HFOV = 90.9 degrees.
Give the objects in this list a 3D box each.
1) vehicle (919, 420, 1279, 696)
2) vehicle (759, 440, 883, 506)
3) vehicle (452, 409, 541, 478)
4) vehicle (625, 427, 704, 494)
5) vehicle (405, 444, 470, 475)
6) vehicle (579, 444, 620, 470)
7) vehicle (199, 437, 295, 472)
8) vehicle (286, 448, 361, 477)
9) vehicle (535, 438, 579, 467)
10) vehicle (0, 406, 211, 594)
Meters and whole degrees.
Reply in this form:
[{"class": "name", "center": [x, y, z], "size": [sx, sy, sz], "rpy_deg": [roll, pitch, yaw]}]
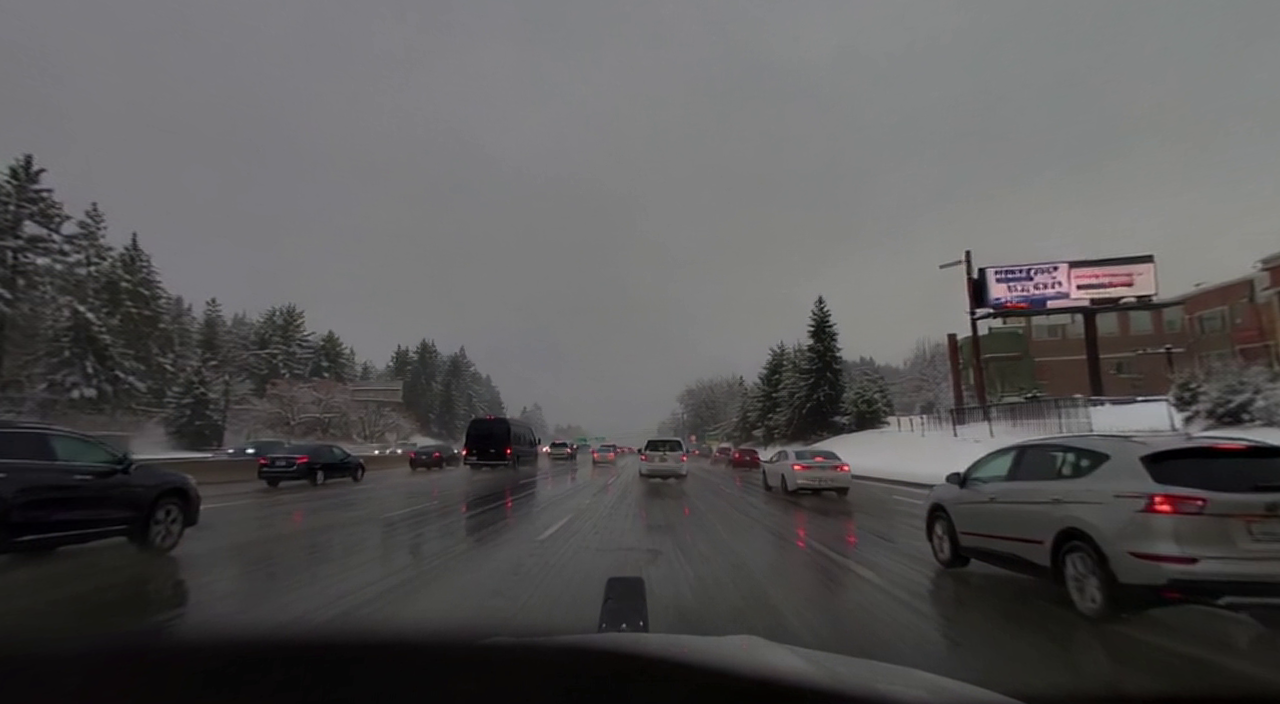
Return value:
[{"class": "vehicle", "center": [4.457, 1.450, 5.602], "size": [1.915, 1.482, 4.537], "rpy_deg": [0, -9, 1]}, {"class": "vehicle", "center": [4.552, 3.113, 16.663], "size": [1.942, 1.487, 4.518], "rpy_deg": [0, -9, 0]}, {"class": "vehicle", "center": [-6.440, 4.300, 29.476], "size": [2.358, 2.817, 7.055], "rpy_deg": [0, -9, 1]}, {"class": "vehicle", "center": [0.736, 3.419, 20.171], "size": [2.209, 1.863, 4.626], "rpy_deg": [0, -9, 1]}, {"class": "vehicle", "center": [-10.266, 5.478, 32.329], "size": [1.923, 1.480, 3.905], "rpy_deg": [0, -9, 2]}, {"class": "vehicle", "center": [-2.421, 6.440, 38.883], "size": [2.079, 1.499, 4.512], "rpy_deg": [0, -9, 1]}, {"class": "vehicle", "center": [-20.425, 5.351, 33.044], "size": [1.920, 1.695, 4.612], "rpy_deg": [0, -9, 2]}, {"class": "vehicle", "center": [-16.229, 5.638, 32.538], "size": [1.823, 1.388, 3.705], "rpy_deg": [0, -9, 1]}, {"class": "vehicle", "center": [-6.014, 7.375, 46.436], "size": [2.269, 1.929, 6.032], "rpy_deg": [0, -9, 1]}, {"class": "vehicle", "center": [-6.637, 1.359, 5.904], "size": [2.021, 1.632, 4.417], "rpy_deg": [0, -9, 2]}]
